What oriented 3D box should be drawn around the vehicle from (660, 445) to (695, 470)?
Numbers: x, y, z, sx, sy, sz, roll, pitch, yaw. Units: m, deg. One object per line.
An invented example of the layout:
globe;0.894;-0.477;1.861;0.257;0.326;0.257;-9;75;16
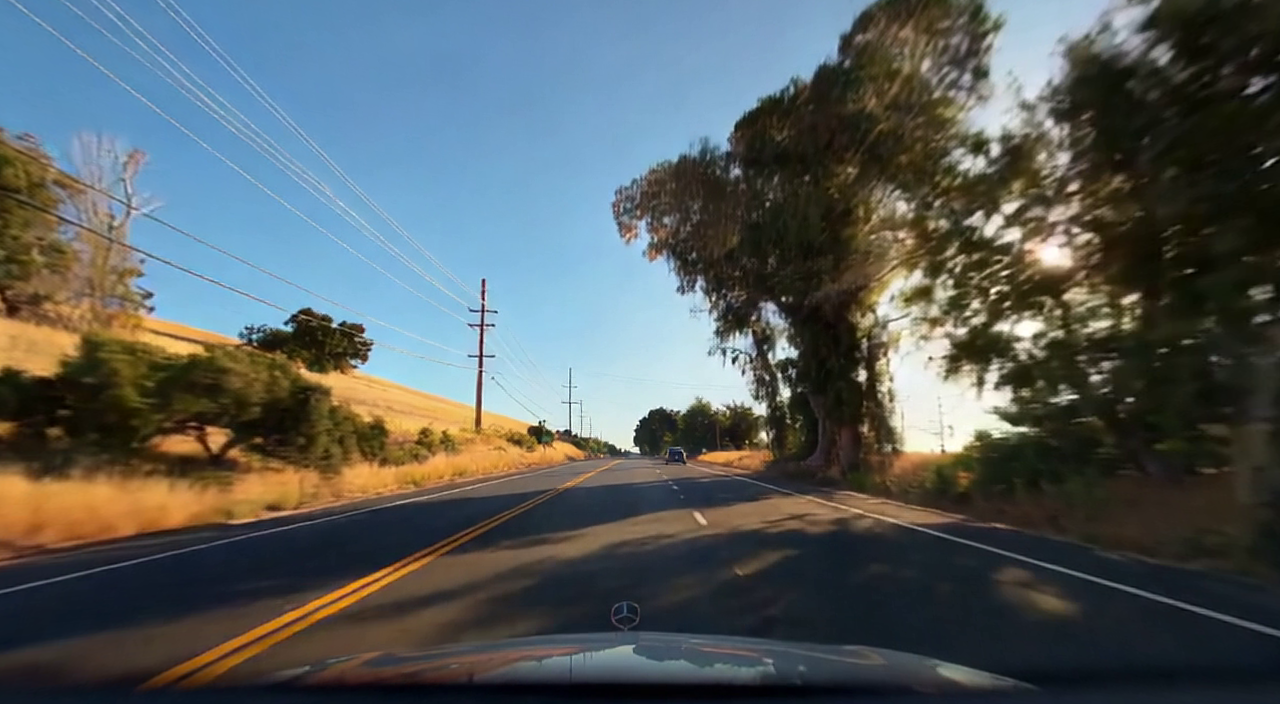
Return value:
vehicle;2.674;7.675;46.191;2.135;1.692;4.185;0;-9;-2
